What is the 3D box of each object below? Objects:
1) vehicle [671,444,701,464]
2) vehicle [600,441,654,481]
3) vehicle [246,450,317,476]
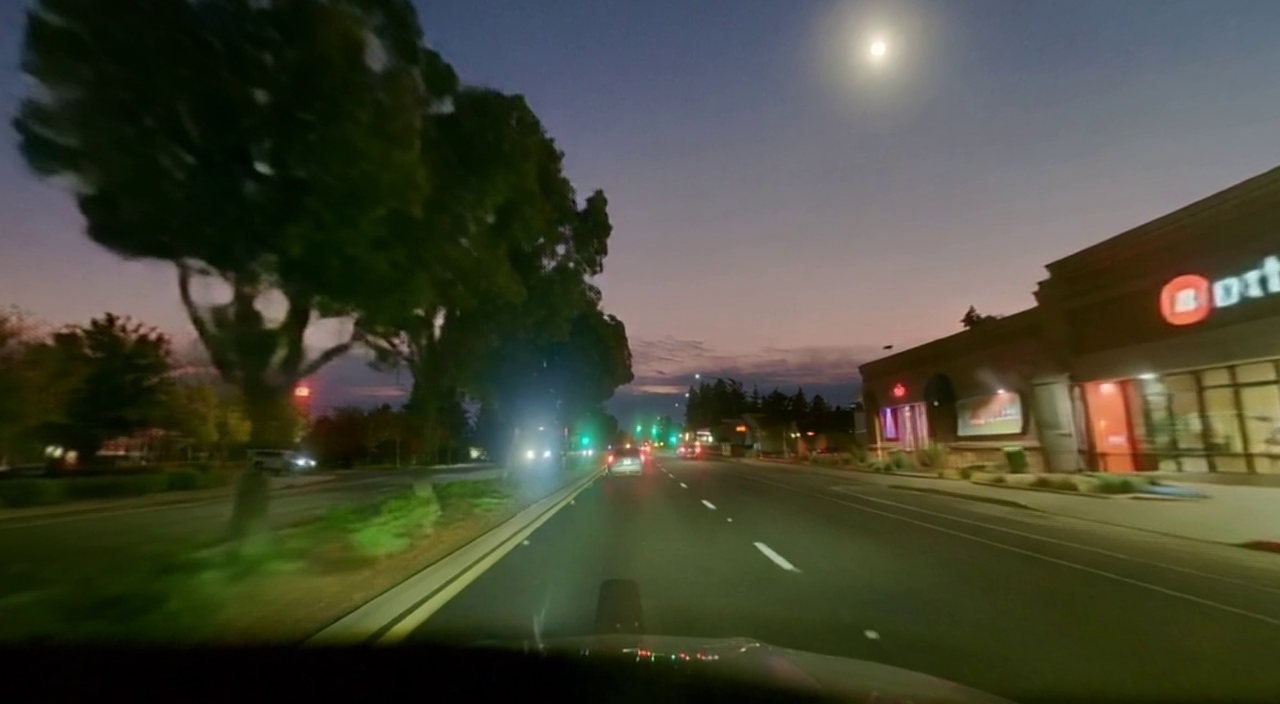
[{"bbox_3d":[3.566,7.993,49.684,1.910,1.474,4.003,0,-9,-1],"label":"vehicle"},{"bbox_3d":[-0.497,4.379,25.592,2.006,1.487,3.535,0,-9,0],"label":"vehicle"},{"bbox_3d":[-23.503,7.276,41.500,3.650,1.487,1.757,-1,-8,-1],"label":"vehicle"}]
